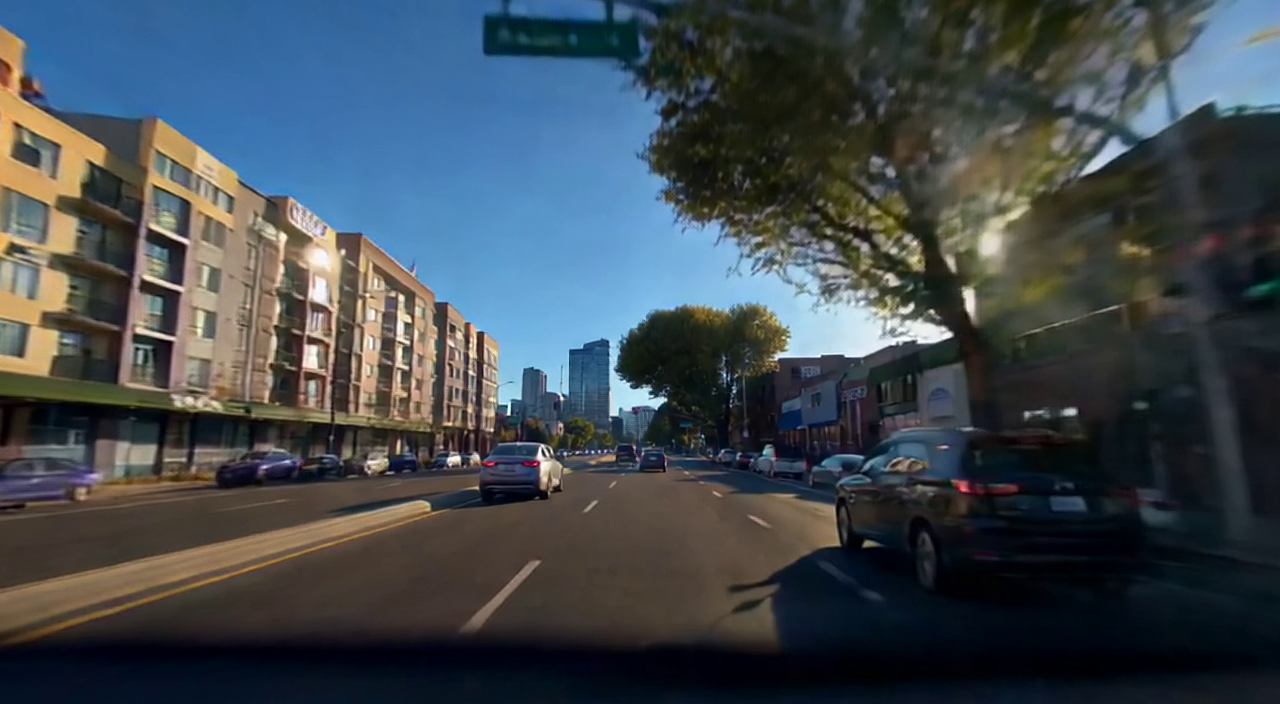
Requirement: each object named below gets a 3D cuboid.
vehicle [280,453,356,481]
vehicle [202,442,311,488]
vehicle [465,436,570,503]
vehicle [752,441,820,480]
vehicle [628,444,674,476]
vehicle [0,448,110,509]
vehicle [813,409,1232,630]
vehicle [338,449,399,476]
[{"bbox_3d":[-16.747,5.993,33.038,1.668,1.298,4.337,0,-9,1],"label":"vehicle"},{"bbox_3d":[-16.795,4.922,27.916,2.089,1.756,4.486,-2,-8,-1],"label":"vehicle"},{"bbox_3d":[-3.048,3.008,16.576,1.860,1.510,4.073,0,-9,1],"label":"vehicle"},{"bbox_3d":[7.248,5.446,31.865,2.207,1.789,5.099,0,-9,0],"label":"vehicle"},{"bbox_3d":[0.535,5.348,31.547,2.103,1.468,4.094,0,-9,1],"label":"vehicle"},{"bbox_3d":[-17.127,3.390,16.899,1.915,1.497,4.445,-2,-8,1],"label":"vehicle"},{"bbox_3d":[3.404,1.544,6.733,1.987,1.637,3.896,0,-9,0],"label":"vehicle"},{"bbox_3d":[-16.719,6.819,39.041,1.854,1.466,4.377,-2,-8,0],"label":"vehicle"}]
